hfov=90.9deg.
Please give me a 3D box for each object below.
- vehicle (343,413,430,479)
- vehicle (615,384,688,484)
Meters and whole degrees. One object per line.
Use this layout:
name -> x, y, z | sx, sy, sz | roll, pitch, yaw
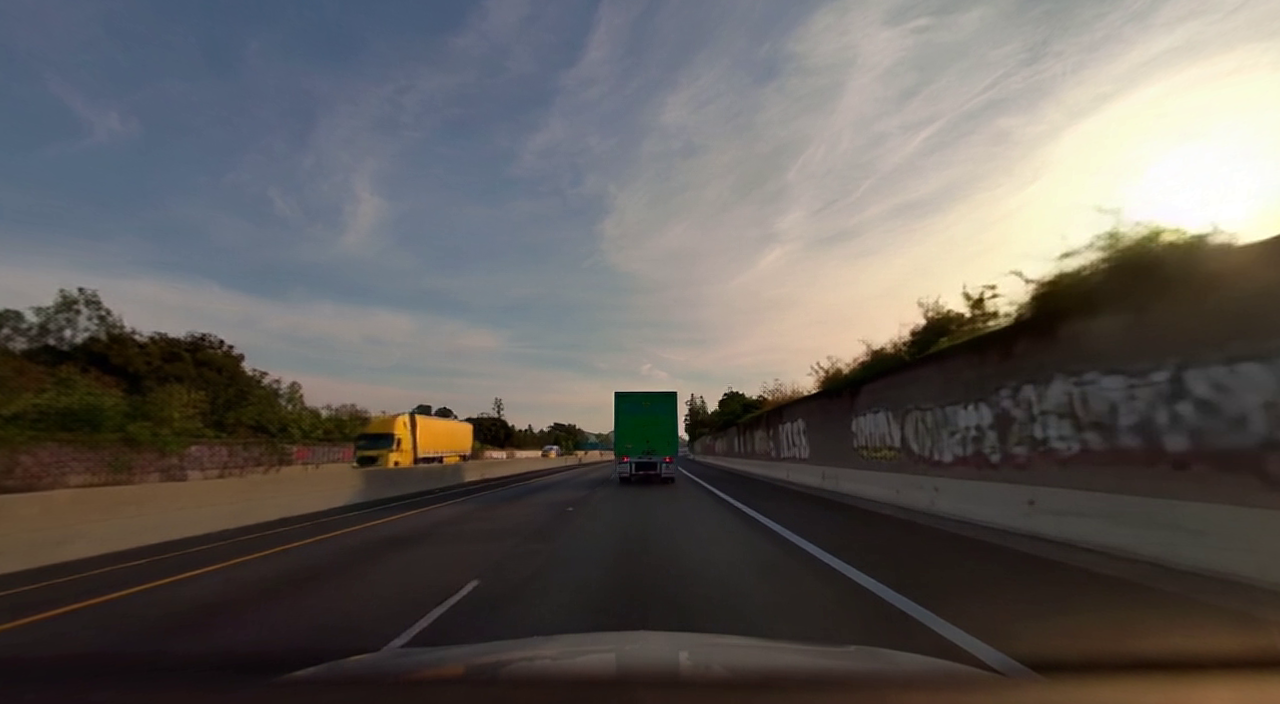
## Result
vehicle -> -16.331, 6.123, 41.089 | 2.980, 3.948, 5.804 | 0, -9, 2
vehicle -> 0.344, 4.053, 30.261 | 2.900, 3.955, 10.151 | 0, -9, -1
